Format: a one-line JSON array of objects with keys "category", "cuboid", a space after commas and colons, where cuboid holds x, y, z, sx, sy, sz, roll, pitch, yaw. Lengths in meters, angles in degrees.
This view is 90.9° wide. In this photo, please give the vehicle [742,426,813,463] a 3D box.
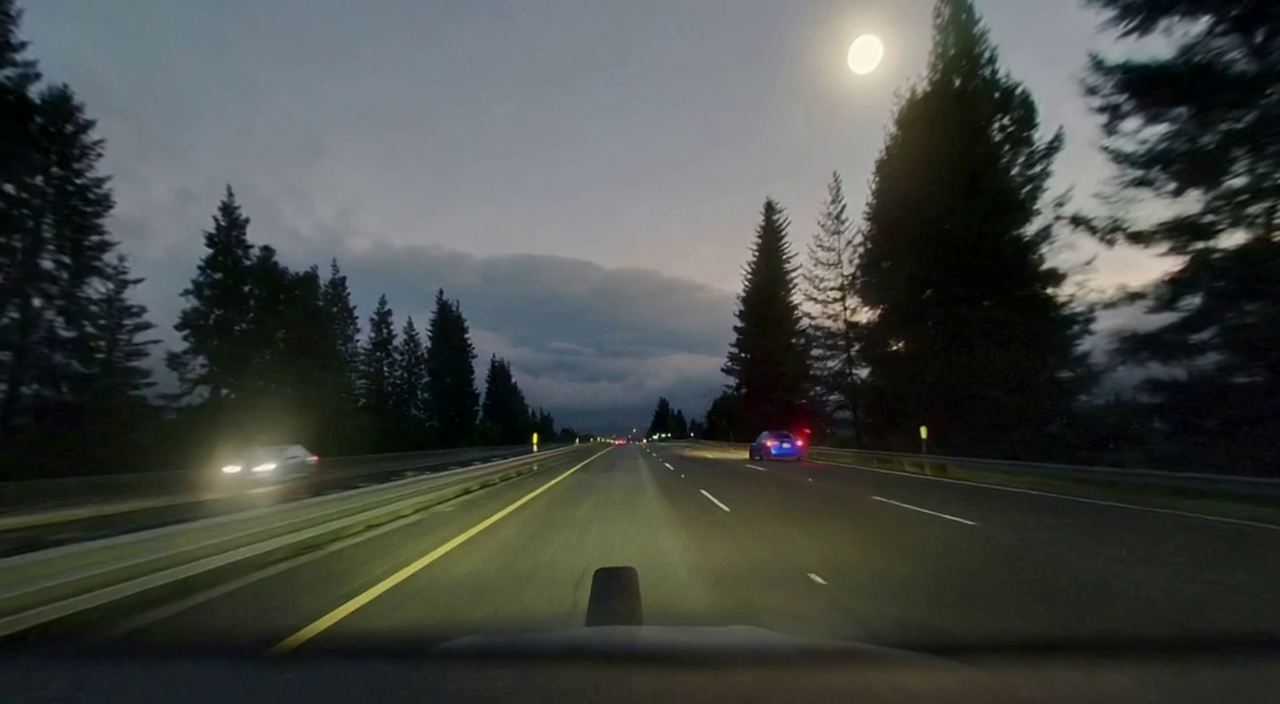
[{"category": "vehicle", "cuboid": [6.807, 4.647, 31.833, 2.273, 1.698, 4.863, 0, -8, -3]}]

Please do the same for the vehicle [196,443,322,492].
[{"category": "vehicle", "cuboid": [-13.204, 3.982, 22.176, 1.912, 1.520, 4.057, 0, -8, -1]}]
